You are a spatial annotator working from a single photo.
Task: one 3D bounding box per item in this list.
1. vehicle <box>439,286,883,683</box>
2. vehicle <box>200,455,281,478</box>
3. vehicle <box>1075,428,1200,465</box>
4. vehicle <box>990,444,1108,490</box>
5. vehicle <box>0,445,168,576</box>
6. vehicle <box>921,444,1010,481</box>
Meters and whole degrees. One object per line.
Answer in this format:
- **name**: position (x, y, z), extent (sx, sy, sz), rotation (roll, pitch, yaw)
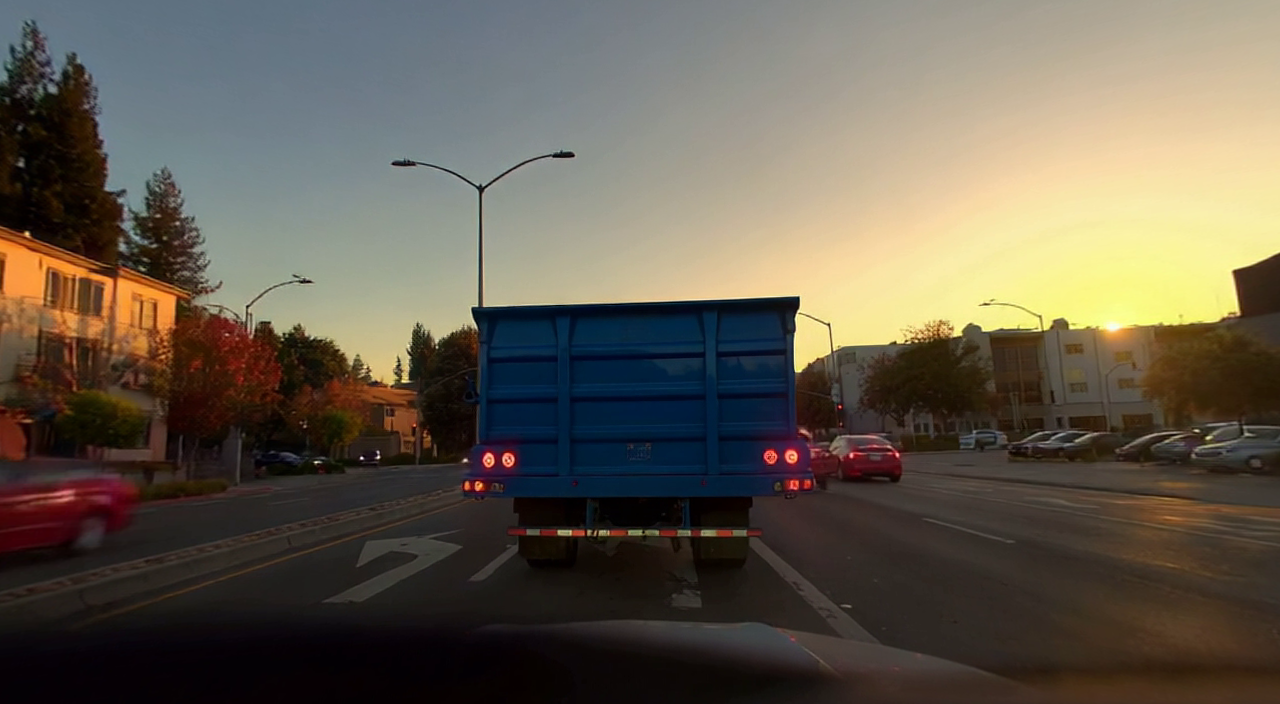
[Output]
- **vehicle**: position (0.266, 1.284, 7.400), extent (2.650, 2.391, 7.008), rotation (-1, -8, 3)
- **vehicle**: position (-27.806, 7.962, 43.955), extent (4.409, 1.446, 1.862), rotation (-1, -8, 5)
- **vehicle**: position (23.121, 4.391, 29.439), extent (4.171, 1.614, 1.894), rotation (-1, -8, 1)
- **vehicle**: position (14.289, 4.000, 22.305), extent (1.702, 1.475, 3.670), rotation (-1, -8, 1)
- **vehicle**: position (-8.335, 1.850, 7.392), extent (2.006, 1.479, 4.643), rotation (0, -8, 0)
- **vehicle**: position (14.170, 4.801, 27.725), extent (1.777, 1.488, 4.081), rotation (-1, -8, 1)
